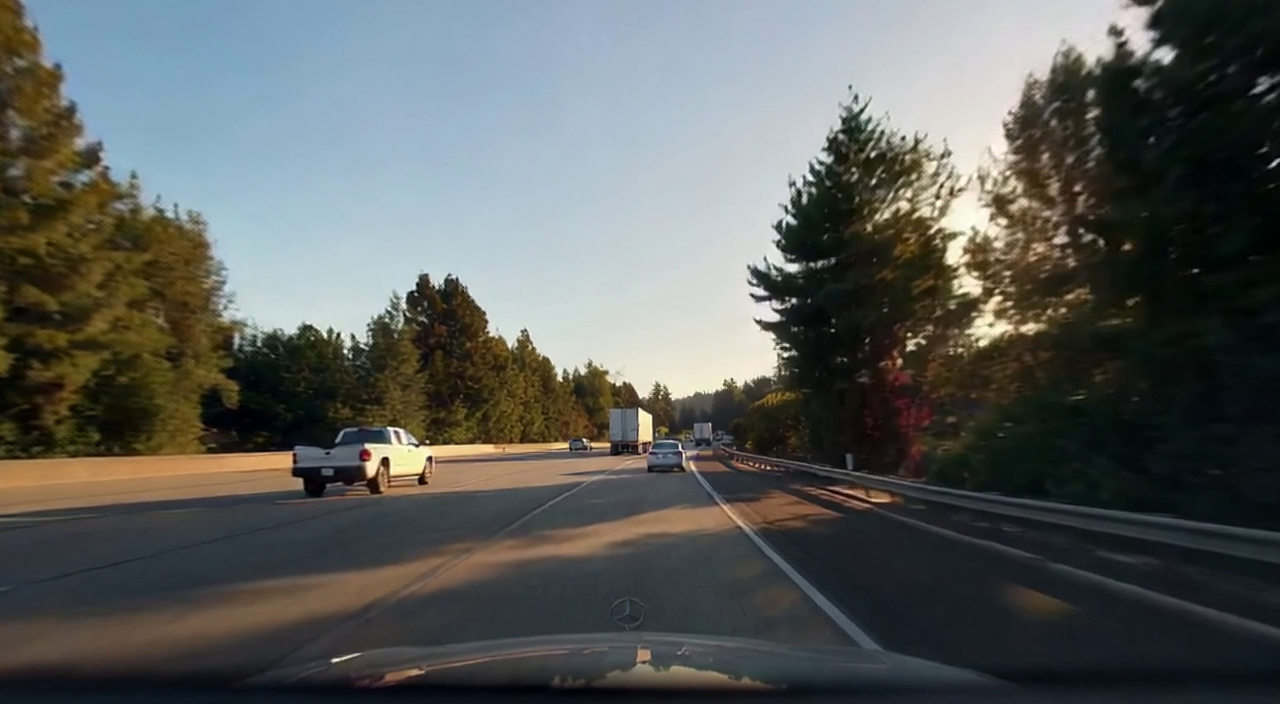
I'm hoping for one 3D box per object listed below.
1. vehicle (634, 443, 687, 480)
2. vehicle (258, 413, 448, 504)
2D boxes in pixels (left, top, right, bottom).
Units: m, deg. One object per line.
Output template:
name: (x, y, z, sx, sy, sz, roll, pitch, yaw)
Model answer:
vehicle: (0.885, 4.392, 25.643, 1.984, 1.365, 3.767, 0, -8, 3)
vehicle: (-6.668, 2.546, 15.458, 2.142, 1.833, 4.854, 0, -8, 3)
